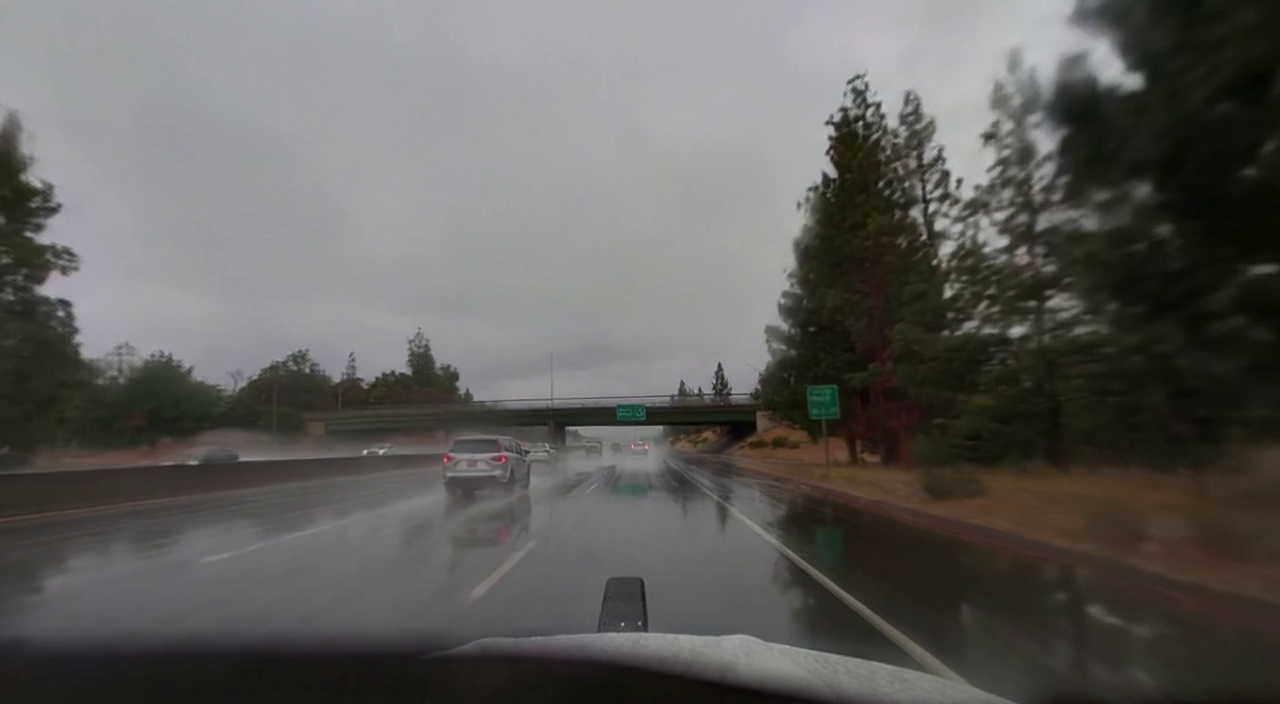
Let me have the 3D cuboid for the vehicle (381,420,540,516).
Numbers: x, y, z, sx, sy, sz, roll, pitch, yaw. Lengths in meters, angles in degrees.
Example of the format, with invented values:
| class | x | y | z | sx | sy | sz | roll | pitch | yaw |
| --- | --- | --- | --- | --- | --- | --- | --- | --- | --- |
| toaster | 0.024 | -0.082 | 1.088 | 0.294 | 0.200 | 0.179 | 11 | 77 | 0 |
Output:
| class | x | y | z | sx | sy | sz | roll | pitch | yaw |
| --- | --- | --- | --- | --- | --- | --- | --- | --- | --- |
| vehicle | -3.588 | 2.413 | 13.560 | 2.048 | 1.705 | 4.384 | 0 | -8 | 1 |

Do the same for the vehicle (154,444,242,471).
| class | x | y | z | sx | sy | sz | roll | pitch | yaw |
| --- | --- | --- | --- | --- | --- | --- | --- | --- | --- |
| vehicle | -26.527 | 6.349 | 37.925 | 1.889 | 1.504 | 4.666 | 0 | -8 | 1 |
